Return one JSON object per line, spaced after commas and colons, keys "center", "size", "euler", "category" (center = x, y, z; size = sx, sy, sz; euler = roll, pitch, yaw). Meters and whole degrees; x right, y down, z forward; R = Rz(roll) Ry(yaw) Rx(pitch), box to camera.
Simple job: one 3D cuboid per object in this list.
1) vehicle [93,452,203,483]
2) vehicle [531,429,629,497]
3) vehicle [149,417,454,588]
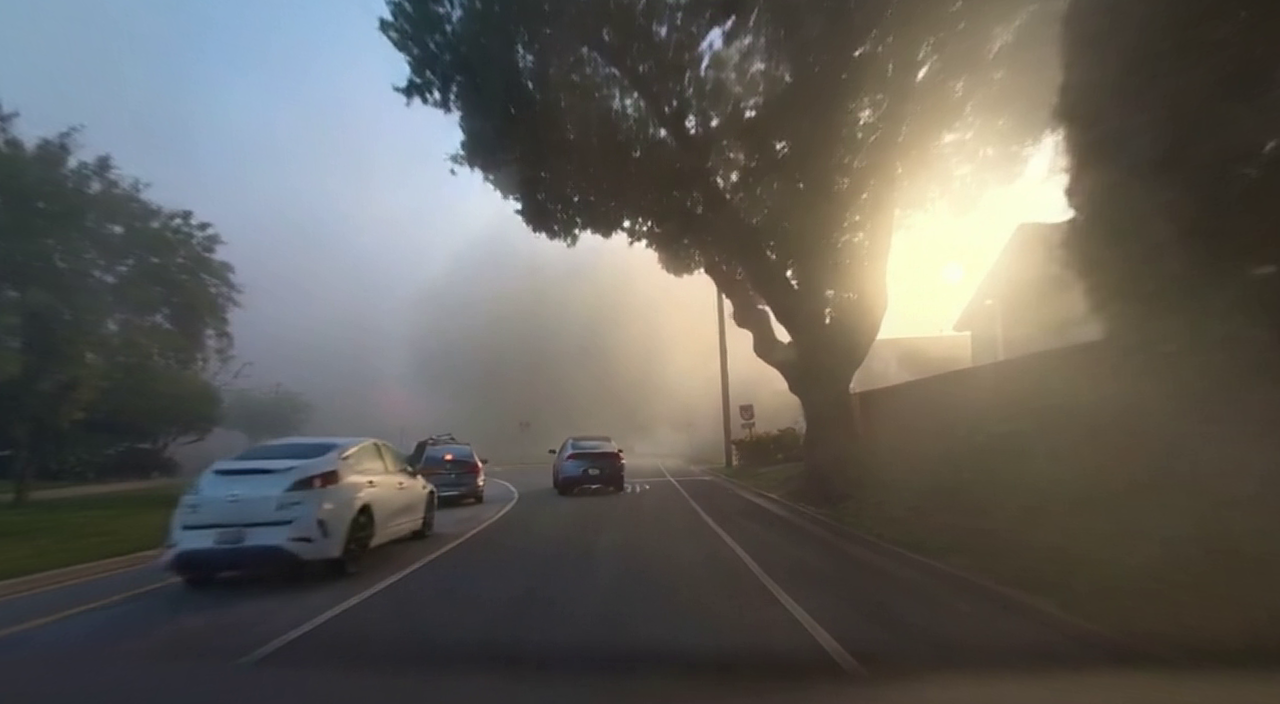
{"center": [-25.435, 5.965, 32.548], "size": [4.197, 1.447, 2.071], "euler": [-1, -8, 9], "category": "vehicle"}
{"center": [-1.830, 3.067, 17.773], "size": [2.290, 1.653, 4.127], "euler": [2, -8, -12], "category": "vehicle"}
{"center": [-3.738, 1.685, 7.867], "size": [1.986, 1.561, 3.805], "euler": [1, -8, -6], "category": "vehicle"}
